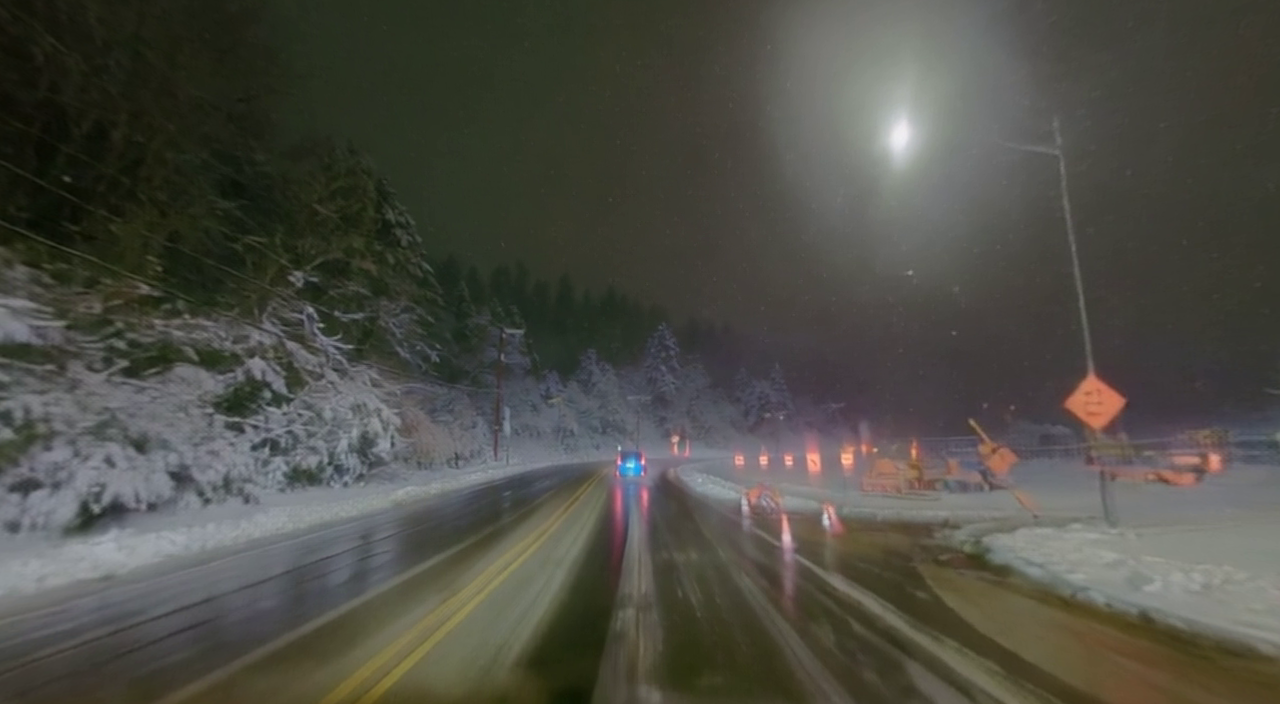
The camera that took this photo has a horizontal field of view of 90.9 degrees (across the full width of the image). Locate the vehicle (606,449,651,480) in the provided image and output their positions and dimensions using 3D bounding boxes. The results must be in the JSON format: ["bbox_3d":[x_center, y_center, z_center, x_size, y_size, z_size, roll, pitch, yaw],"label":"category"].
[{"bbox_3d":[-0.531,6.008,33.974,2.259,1.503,4.075,0,-9,1],"label":"vehicle"}]
